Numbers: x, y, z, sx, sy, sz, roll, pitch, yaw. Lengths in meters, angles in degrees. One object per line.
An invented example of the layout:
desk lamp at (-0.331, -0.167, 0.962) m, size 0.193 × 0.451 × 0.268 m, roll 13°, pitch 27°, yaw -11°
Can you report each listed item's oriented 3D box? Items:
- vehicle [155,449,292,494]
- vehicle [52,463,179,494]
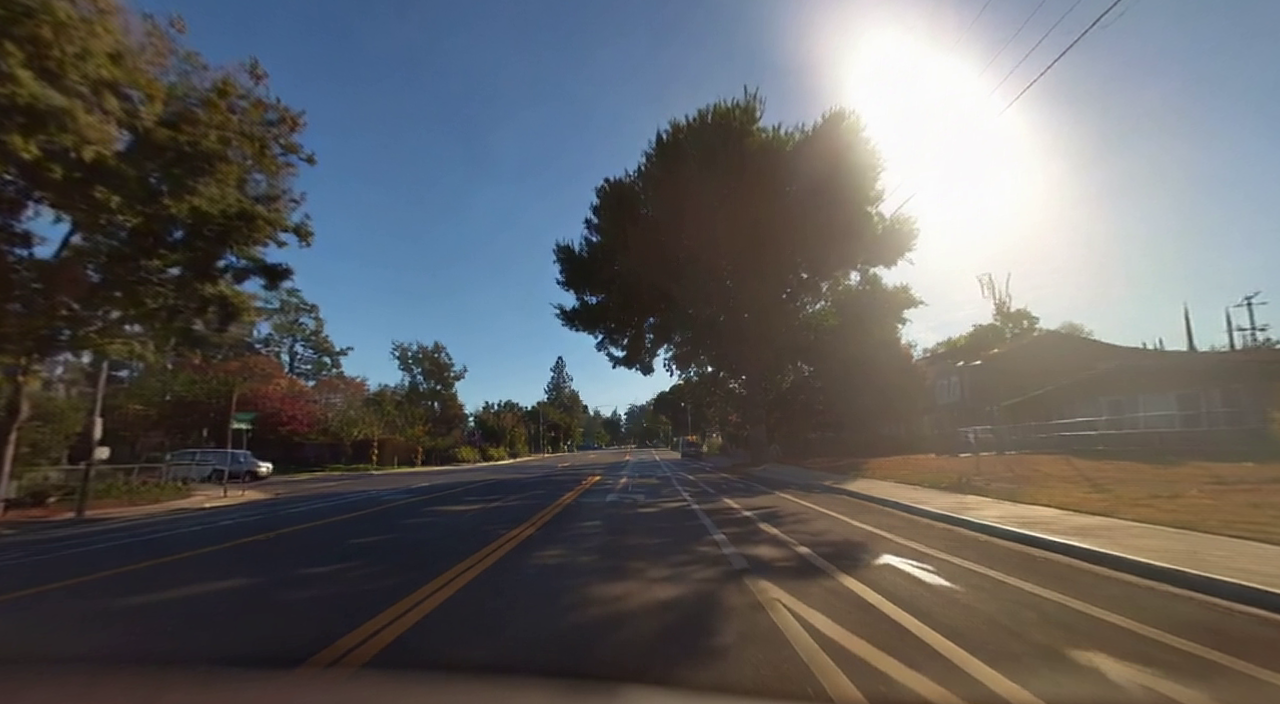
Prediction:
vehicle at (-21.913, 6.285, 33.322) m, size 5.841 × 1.902 × 2.244 m, roll -4°, pitch -9°, yaw 4°
vehicle at (-27.752, 6.712, 33.499) m, size 4.696 × 1.518 × 2.224 m, roll 0°, pitch -8°, yaw -2°
